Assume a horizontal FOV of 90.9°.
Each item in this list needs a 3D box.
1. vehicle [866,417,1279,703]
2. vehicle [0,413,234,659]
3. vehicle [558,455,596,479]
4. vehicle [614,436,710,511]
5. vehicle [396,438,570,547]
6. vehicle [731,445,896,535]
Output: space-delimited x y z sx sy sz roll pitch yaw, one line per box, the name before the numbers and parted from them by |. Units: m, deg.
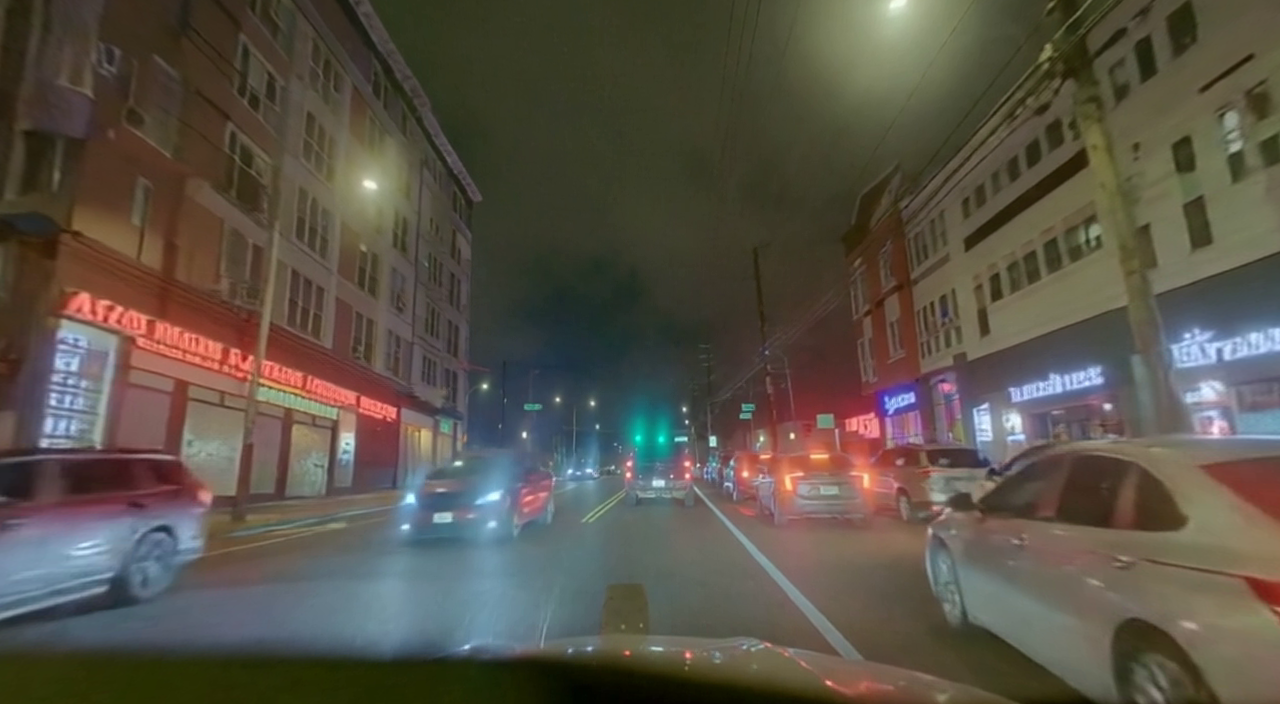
vehicle | 2.853 1.086 2.936 2.029 1.460 4.451 -1 -8 1
vehicle | -5.591 1.373 4.809 1.962 1.755 4.423 -1 -8 1
vehicle | -4.247 7.823 43.088 1.966 1.470 4.528 -1 -8 2
vehicle | 0.530 3.153 16.862 2.232 1.736 4.036 0 -8 0
vehicle | -2.642 2.473 11.825 2.023 1.646 4.282 -1 -8 2
vehicle | 3.322 2.727 13.275 2.116 1.487 4.988 -1 -8 1
